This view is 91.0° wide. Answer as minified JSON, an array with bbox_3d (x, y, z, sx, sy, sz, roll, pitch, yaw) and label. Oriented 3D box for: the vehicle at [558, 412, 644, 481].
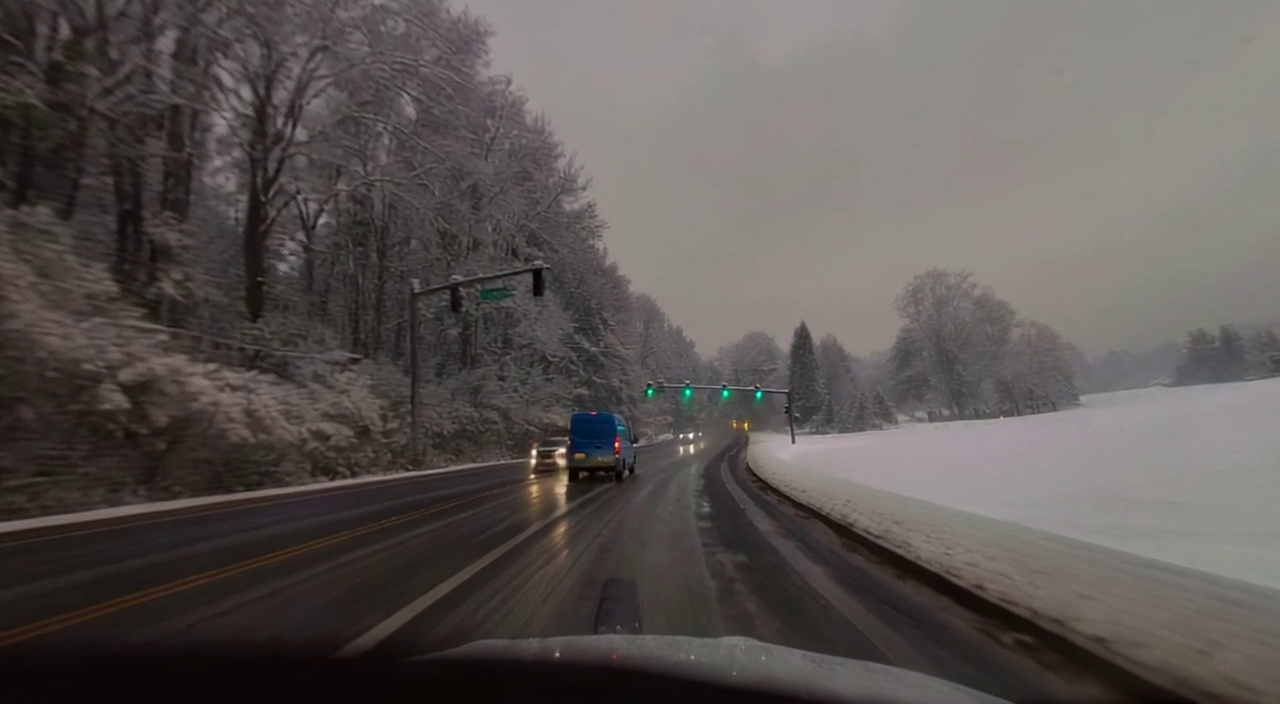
[{"bbox_3d":[-1.244,3.411,22.762,2.362,2.185,5.212,-1,-8,5],"label":"vehicle"}]
